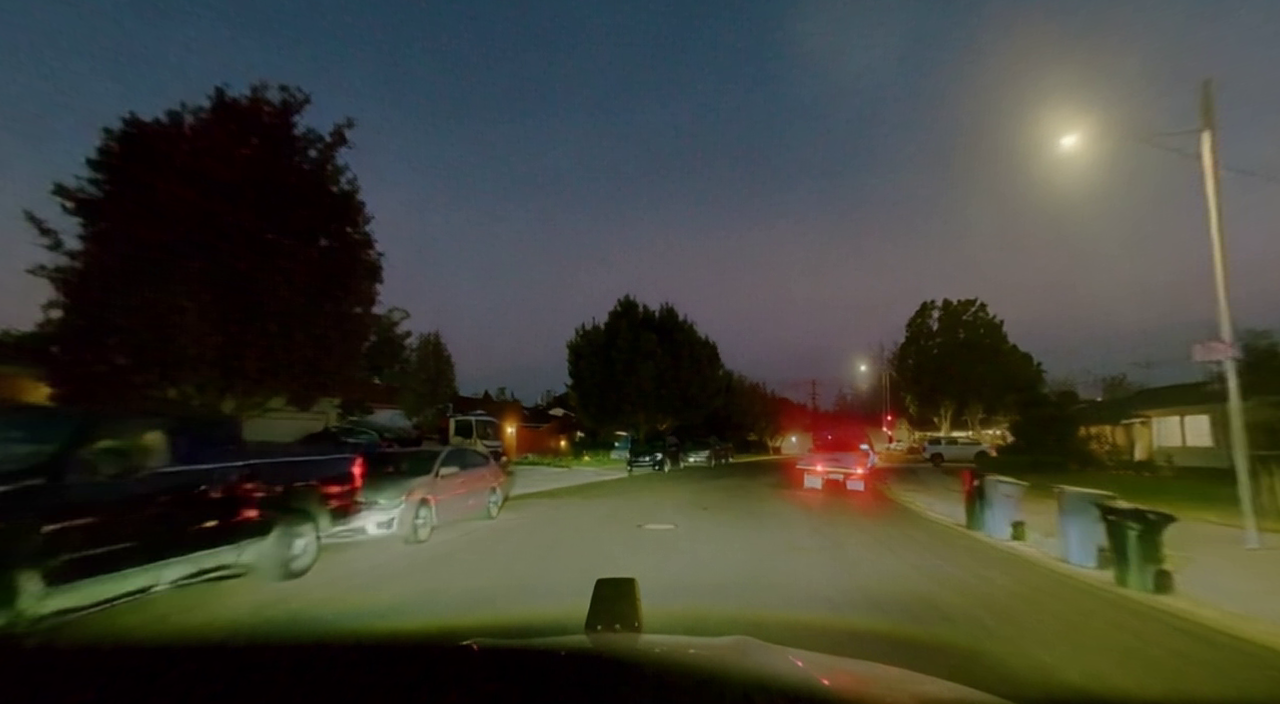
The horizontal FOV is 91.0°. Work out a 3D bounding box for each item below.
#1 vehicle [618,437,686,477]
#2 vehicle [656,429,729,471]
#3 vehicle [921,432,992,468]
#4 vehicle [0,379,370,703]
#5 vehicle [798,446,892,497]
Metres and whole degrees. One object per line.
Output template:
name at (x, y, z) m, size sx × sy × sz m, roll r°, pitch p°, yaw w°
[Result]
vehicle at (0.673, 4.983, 30.121) m, size 2.052 × 1.745 × 4.737 m, roll -3°, pitch -9°, yaw 16°
vehicle at (3.312, 5.921, 38.160) m, size 2.632 × 2.249 × 6.179 m, roll -4°, pitch -9°, yaw 22°
vehicle at (19.330, 5.988, 38.559) m, size 3.470 × 2.123 × 1.584 m, roll 0°, pitch -7°, yaw 5°
vehicle at (-4.478, 1.196, 4.793) m, size 2.274 × 1.784 × 5.090 m, roll 0°, pitch -7°, yaw 4°
vehicle at (7.417, 4.261, 23.202) m, size 2.804 × 1.336 × 6.700 m, roll -2°, pitch -7°, yaw 16°
